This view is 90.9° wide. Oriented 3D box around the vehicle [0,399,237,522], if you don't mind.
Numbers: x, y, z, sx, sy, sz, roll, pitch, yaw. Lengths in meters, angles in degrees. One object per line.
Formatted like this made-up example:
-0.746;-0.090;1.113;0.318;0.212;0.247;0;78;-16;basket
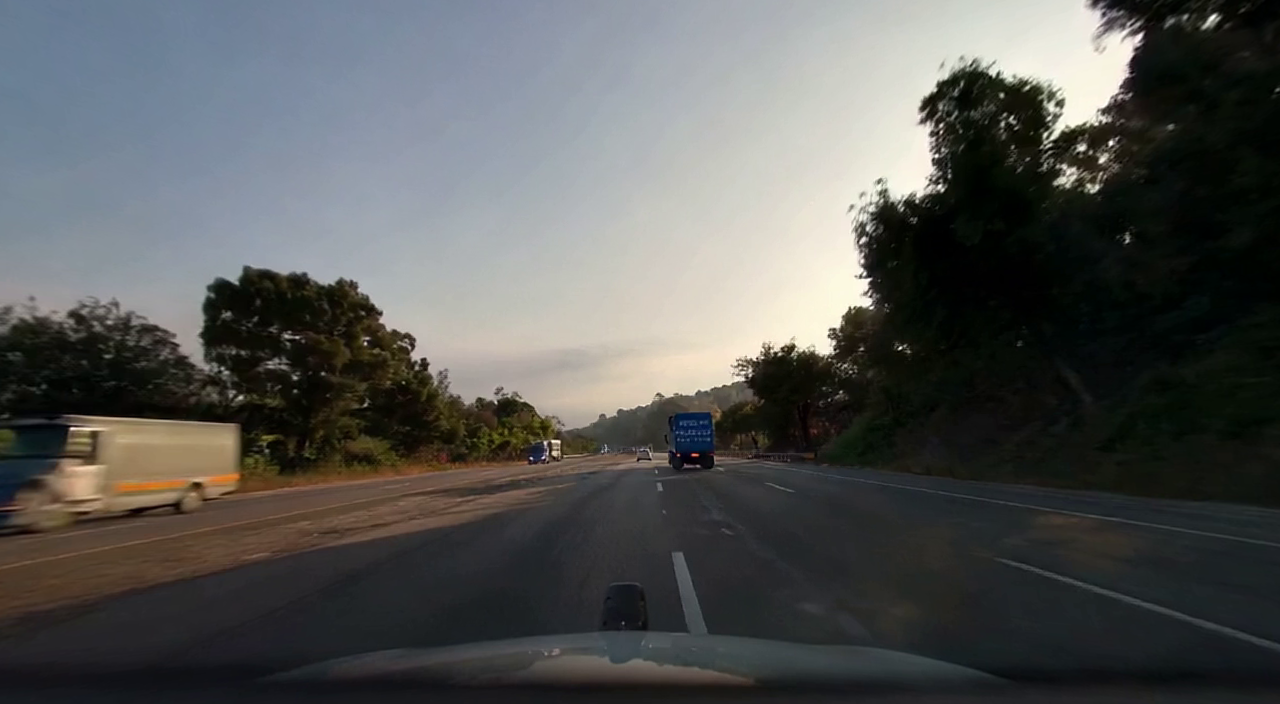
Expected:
-17.244;3.390;19.957;2.865;3.040;8.800;-1;-9;2;vehicle

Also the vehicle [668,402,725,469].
3.859;6.246;46.466;3.341;4.269;12.252;0;-9;1;vehicle
